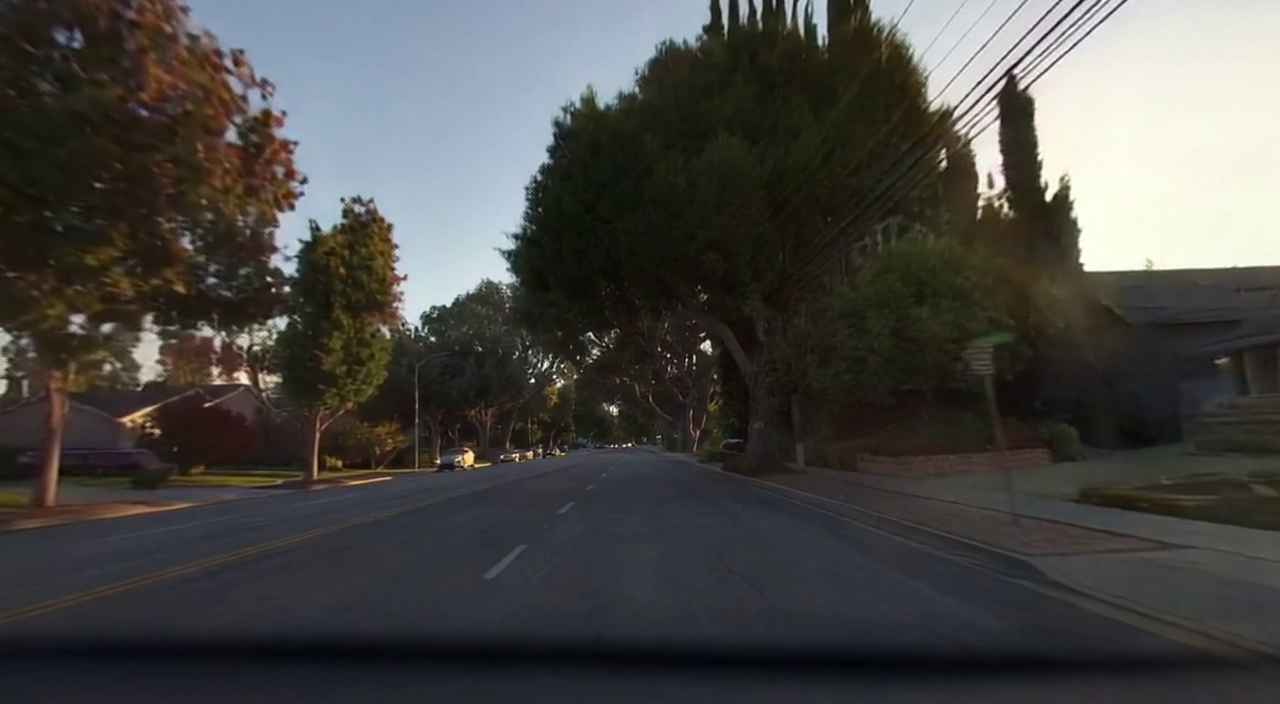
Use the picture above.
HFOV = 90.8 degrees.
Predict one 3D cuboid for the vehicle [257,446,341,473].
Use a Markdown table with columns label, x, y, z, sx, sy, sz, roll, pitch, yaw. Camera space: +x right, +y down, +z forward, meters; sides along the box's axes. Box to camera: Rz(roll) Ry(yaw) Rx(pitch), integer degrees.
| label | x | y | z | sx | sy | sz | roll | pitch | yaw |
| --- | --- | --- | --- | --- | --- | --- | --- | --- | --- |
| vehicle | -22.646 | 7.155 | 42.058 | 4.514 | 1.711 | 1.855 | 0 | -8 | 0 |

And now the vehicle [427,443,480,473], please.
| label | x | y | z | sx | sy | sz | roll | pitch | yaw |
| --- | --- | --- | --- | --- | --- | --- | --- | --- | --- |
| vehicle | -14.406 | 8.199 | 49.232 | 2.324 | 2.216 | 5.998 | 0 | -8 | 0 |
